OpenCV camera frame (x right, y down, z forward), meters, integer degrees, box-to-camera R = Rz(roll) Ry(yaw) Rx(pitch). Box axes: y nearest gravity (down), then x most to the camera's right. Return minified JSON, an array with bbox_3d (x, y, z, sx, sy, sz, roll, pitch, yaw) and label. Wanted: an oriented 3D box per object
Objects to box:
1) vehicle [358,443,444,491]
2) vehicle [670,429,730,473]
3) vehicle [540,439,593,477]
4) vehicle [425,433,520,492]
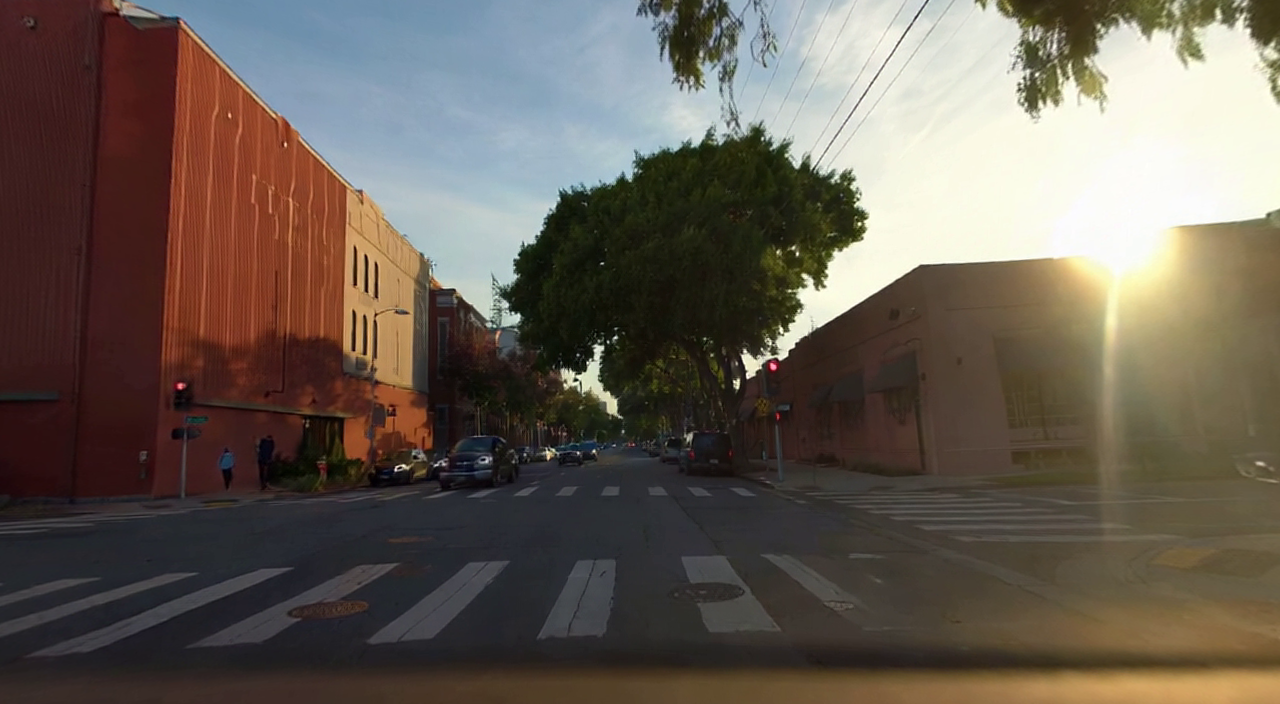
[{"bbox_3d":[-9.917,4.751,26.580,2.216,1.804,4.526,1,-8,-6],"label":"vehicle"},{"bbox_3d":[3.101,5.305,34.008,2.557,2.188,5.164,0,-8,-2],"label":"vehicle"},{"bbox_3d":[-3.258,4.786,28.694,2.033,1.596,4.142,0,-8,-2],"label":"vehicle"},{"bbox_3d":[-5.866,3.920,22.846,2.242,1.887,4.924,0,-8,-2],"label":"vehicle"}]
